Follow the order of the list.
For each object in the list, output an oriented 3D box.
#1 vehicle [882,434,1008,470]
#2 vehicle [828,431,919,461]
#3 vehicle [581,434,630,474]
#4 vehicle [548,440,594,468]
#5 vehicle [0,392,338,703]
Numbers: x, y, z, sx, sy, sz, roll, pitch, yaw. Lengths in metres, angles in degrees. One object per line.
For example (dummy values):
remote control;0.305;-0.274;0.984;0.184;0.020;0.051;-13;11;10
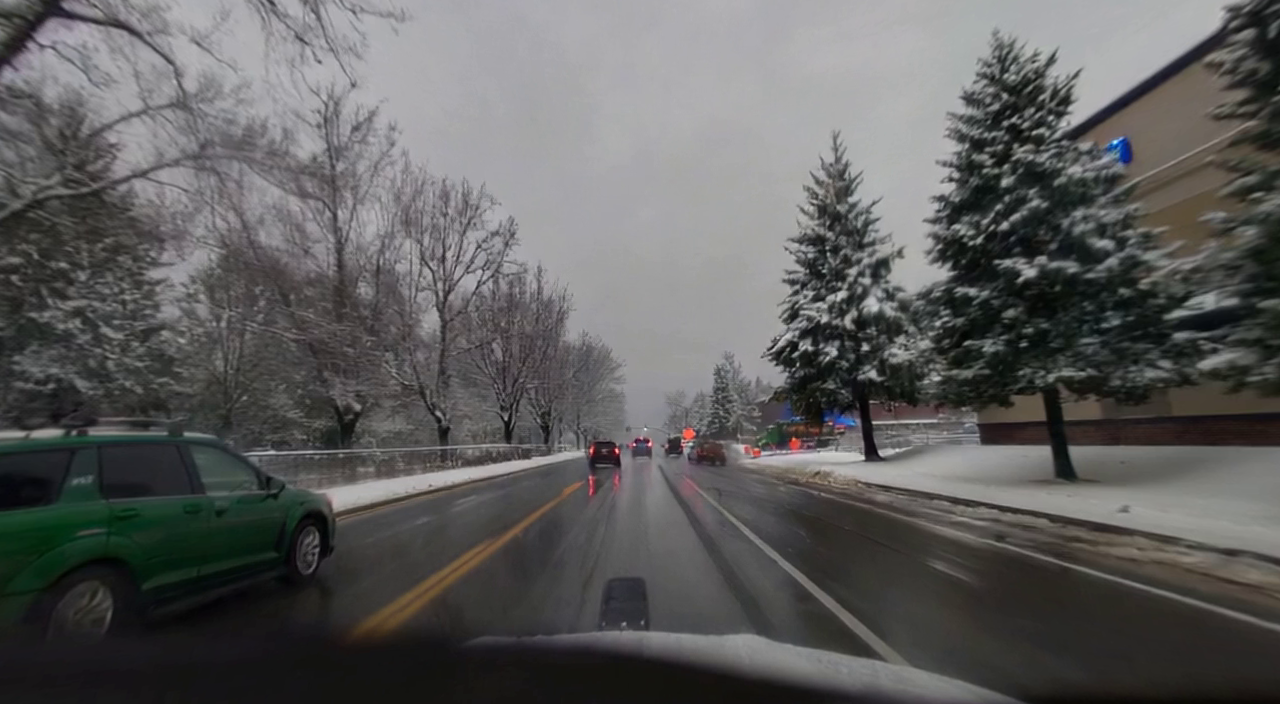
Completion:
vehicle;13.400;4.423;28.015;4.835;1.458;1.934;-3;-9;22
vehicle;13.870;5.567;37.416;4.804;1.695;2.055;-4;-9;25
vehicle;-1.624;4.584;28.530;2.038;1.682;4.399;1;-9;-5
vehicle;-3.833;5.800;35.922;2.107;1.482;4.674;0;-8;0
vehicle;-3.903;1.158;4.228;1.856;1.540;3.733;0;-8;0
